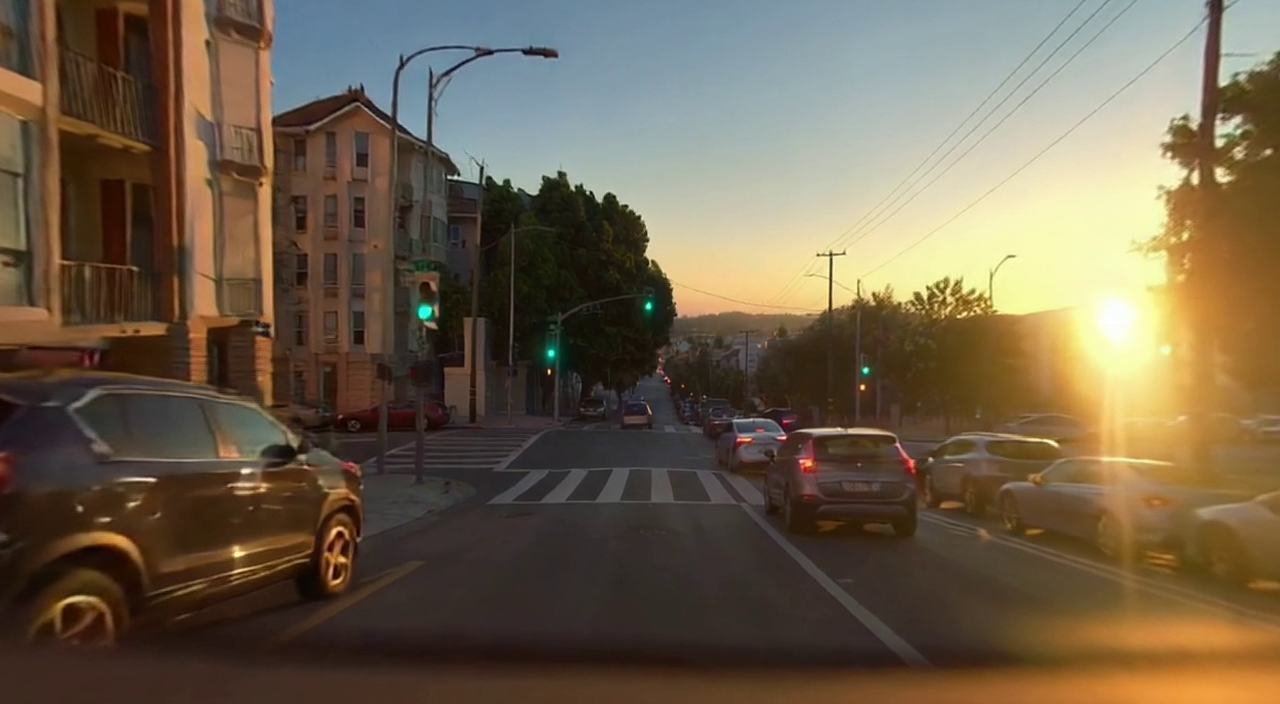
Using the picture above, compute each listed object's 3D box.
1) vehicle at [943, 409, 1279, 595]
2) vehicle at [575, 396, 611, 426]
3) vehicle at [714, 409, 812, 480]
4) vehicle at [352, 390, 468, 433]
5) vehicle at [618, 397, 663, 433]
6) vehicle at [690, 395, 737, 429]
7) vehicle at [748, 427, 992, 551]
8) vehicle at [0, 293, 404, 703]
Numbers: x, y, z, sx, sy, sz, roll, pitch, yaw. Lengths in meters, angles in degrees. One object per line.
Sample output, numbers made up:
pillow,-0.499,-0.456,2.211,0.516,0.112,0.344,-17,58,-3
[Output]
vehicle,6.111,1.765,8.330,1.999,1.752,4.502,0,-8,1
vehicle,-2.676,3.480,36.766,1.878,1.521,3.697,0,-8,-1
vehicle,3.331,2.509,17.864,1.970,1.490,4.016,0,-1,0
vehicle,-10.164,2.684,28.115,4.304,1.755,2.083,0,-8,1
vehicle,0.063,2.961,29.025,1.923,1.460,3.923,0,-8,1
vehicle,3.897,3.311,34.187,2.093,1.655,4.327,0,-8,1
vehicle,3.130,1.974,9.849,2.055,1.450,4.676,0,-8,0
vehicle,-3.552,0.961,4.192,2.016,1.885,4.723,0,-8,1
